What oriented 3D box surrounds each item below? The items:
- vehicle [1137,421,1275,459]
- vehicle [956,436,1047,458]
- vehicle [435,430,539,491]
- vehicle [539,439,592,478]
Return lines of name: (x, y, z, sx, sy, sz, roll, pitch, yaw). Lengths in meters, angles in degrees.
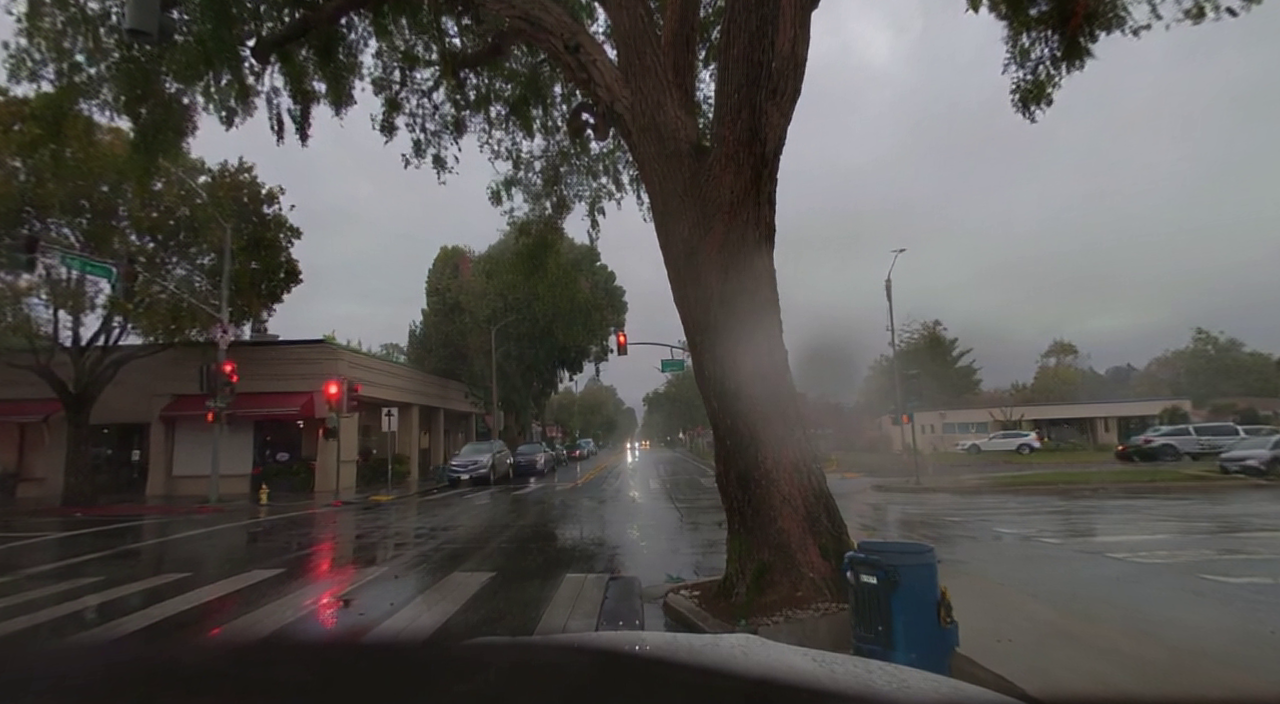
vehicle: (33.257, 5.191, 37.224, 5.969, 2.149, 2.331, 0, -9, -3)
vehicle: (25.012, 6.591, 43.825, 5.172, 1.515, 1.851, 0, -9, -2)
vehicle: (-6.526, 4.769, 28.264, 2.896, 2.339, 7.322, 0, -9, -1)
vehicle: (-3.669, 5.319, 31.862, 2.120, 1.783, 4.788, 0, -9, -1)
